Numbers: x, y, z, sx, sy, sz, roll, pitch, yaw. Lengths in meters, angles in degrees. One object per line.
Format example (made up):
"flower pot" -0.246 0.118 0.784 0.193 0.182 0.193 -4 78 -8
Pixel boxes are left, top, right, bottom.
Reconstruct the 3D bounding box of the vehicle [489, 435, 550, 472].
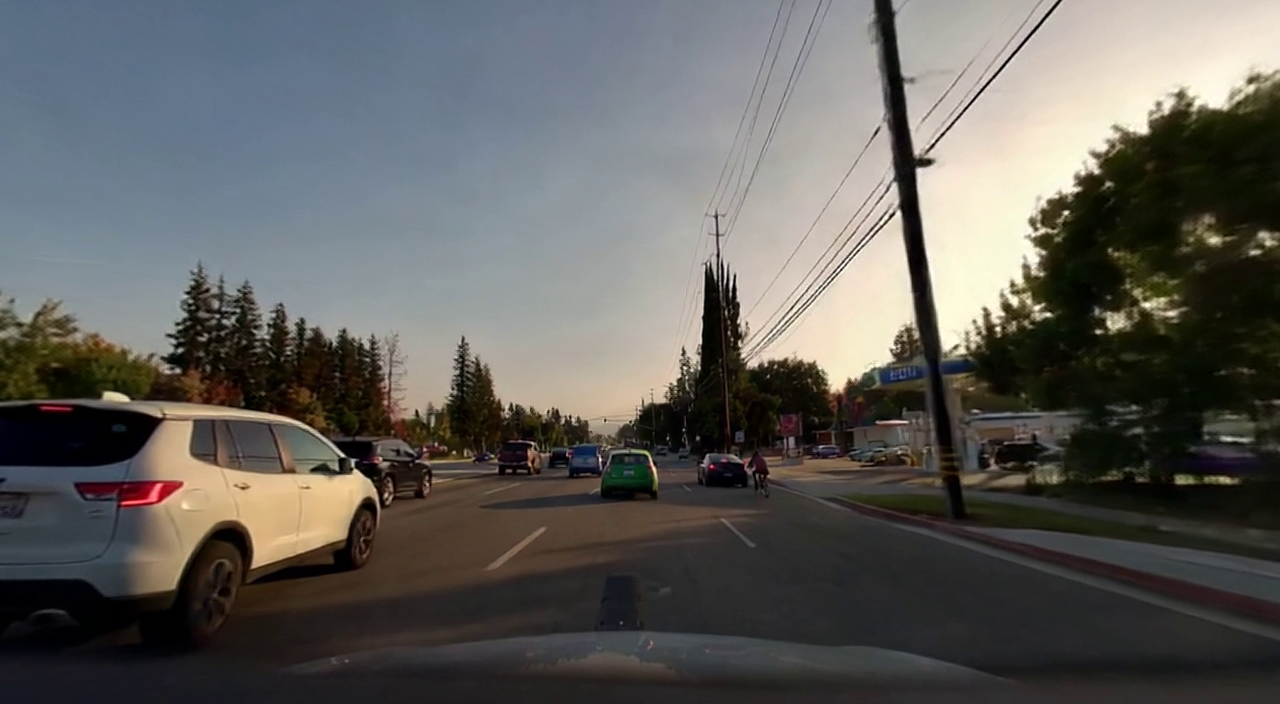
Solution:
"vehicle" -6.710 5.731 35.826 2.385 1.918 5.056 0 -8 0

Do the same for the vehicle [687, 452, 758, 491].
"vehicle" 3.043 4.556 24.391 2.065 1.302 4.416 0 -8 -1

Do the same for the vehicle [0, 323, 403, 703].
"vehicle" -3.438 0.980 4.209 1.922 1.642 4.547 0 -8 0

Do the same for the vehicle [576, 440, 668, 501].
"vehicle" -0.428 3.130 17.163 2.189 1.437 4.135 0 -8 0
